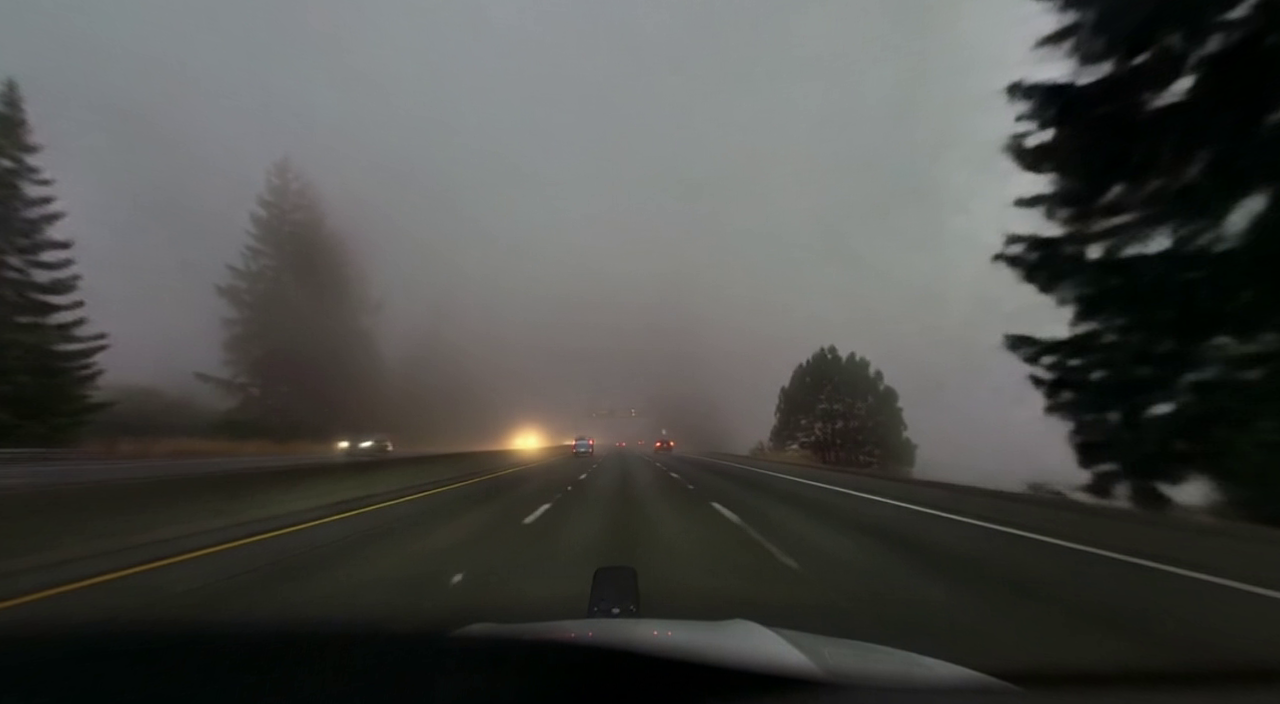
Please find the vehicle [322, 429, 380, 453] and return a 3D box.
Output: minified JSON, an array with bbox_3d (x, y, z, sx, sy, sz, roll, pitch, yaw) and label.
[{"bbox_3d":[-20.164,6.240,44.133,1.930,1.583,4.681,0,-8,-1],"label":"vehicle"}]
